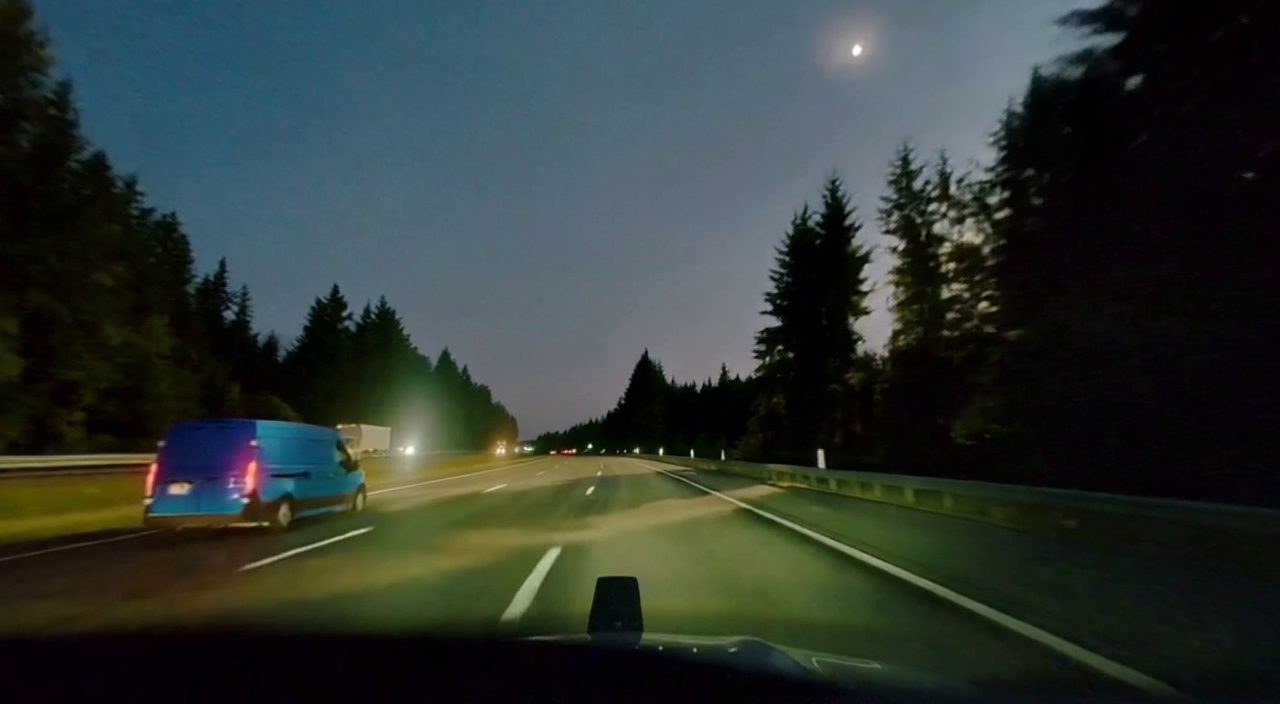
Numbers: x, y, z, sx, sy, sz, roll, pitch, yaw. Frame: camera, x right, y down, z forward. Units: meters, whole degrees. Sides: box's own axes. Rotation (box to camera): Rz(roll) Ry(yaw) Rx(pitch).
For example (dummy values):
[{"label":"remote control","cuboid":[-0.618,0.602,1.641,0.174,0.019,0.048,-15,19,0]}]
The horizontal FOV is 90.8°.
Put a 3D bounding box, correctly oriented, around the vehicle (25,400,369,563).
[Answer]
[{"label":"vehicle","cuboid":[-6.671,2.020,10.514,2.197,2.038,4.919,0,-9,-2]}]
